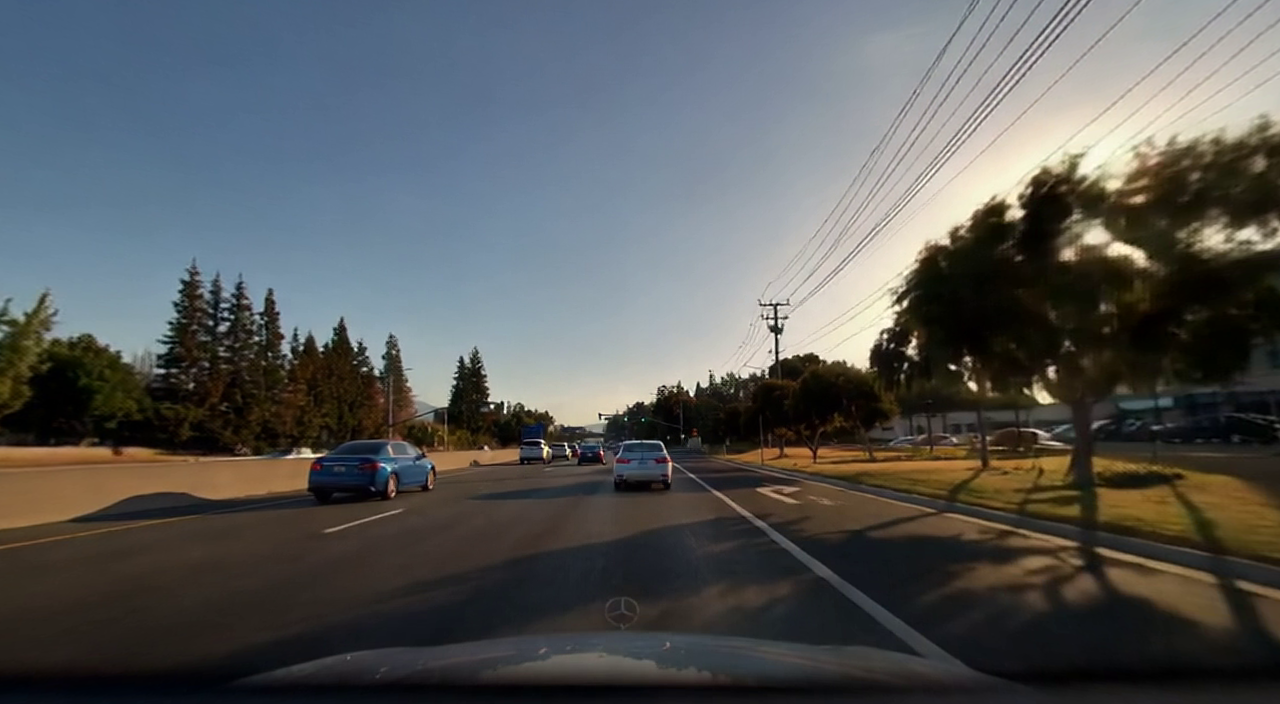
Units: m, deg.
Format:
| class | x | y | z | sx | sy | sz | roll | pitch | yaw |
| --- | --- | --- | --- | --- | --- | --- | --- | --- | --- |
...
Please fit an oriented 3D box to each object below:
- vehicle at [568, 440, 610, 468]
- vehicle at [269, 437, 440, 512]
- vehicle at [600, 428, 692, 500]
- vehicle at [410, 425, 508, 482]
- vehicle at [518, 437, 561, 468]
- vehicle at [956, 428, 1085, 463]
| class | x | y | z | sx | sy | sz | roll | pitch | yaw |
| --- | --- | --- | --- | --- | --- | --- | --- | --- | --- |
| vehicle | -2.905 | 5.930 | 36.809 | 2.055 | 1.510 | 3.961 | 0 | -8 | 1 |
| vehicle | -6.469 | 2.800 | 15.017 | 1.900 | 1.483 | 4.547 | 0 | -8 | 1 |
| vehicle | 0.132 | 2.920 | 16.825 | 2.140 | 1.653 | 4.108 | 0 | -8 | 0 |
| vehicle | -6.641 | 3.810 | 23.898 | 2.144 | 1.905 | 4.967 | 0 | -8 | 1 |
| vehicle | -6.041 | 6.088 | 38.450 | 1.914 | 1.756 | 4.179 | 0 | -8 | 1 |
| vehicle | 17.671 | 4.366 | 29.497 | 4.659 | 1.572 | 2.019 | 0 | -8 | 0 |
